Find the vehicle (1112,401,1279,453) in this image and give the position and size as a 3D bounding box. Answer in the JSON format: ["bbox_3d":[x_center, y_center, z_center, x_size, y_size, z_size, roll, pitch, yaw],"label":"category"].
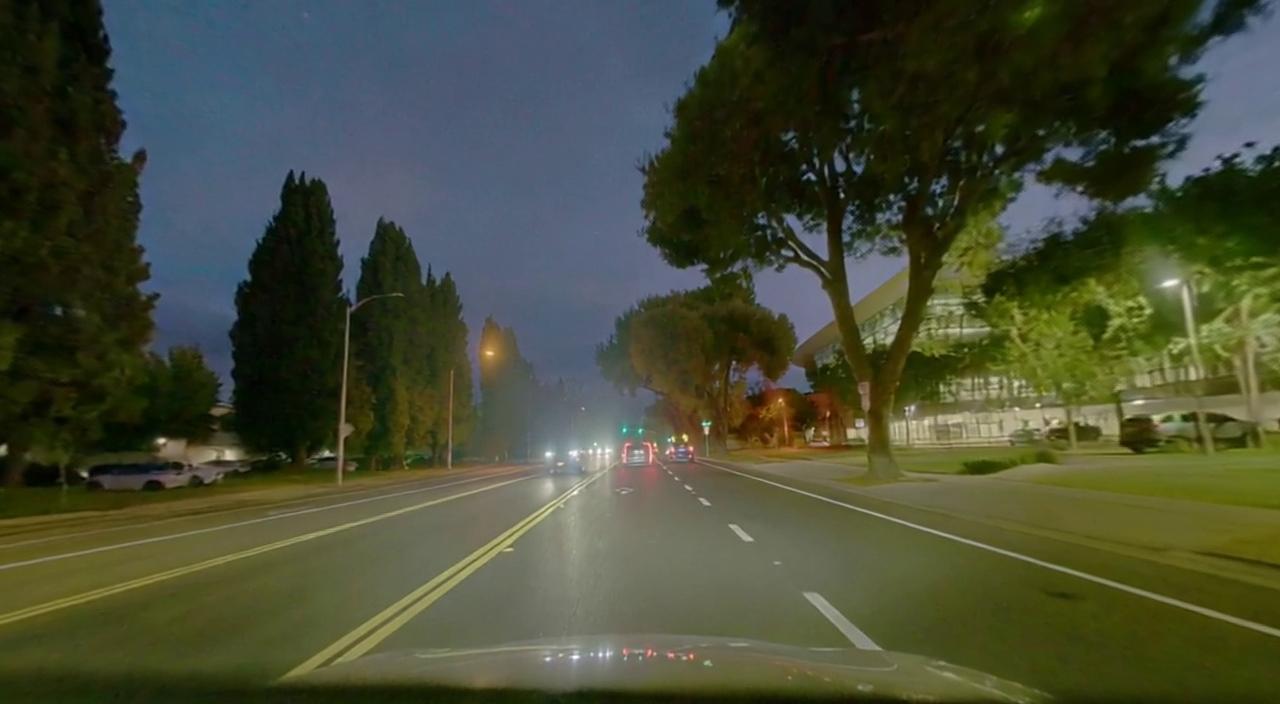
[{"bbox_3d":[20.739,2.791,23.344,4.632,1.582,2.071,-4,-8,4],"label":"vehicle"}]

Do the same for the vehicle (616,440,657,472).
[{"bbox_3d":[-0.178,5.584,33.978,2.109,1.612,3.963,0,-9,0],"label":"vehicle"}]

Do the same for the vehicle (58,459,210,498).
[{"bbox_3d":[-21.177,5.294,26.561,4.568,1.497,1.902,1,-9,-7],"label":"vehicle"}]

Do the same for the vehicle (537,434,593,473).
[{"bbox_3d":[-3.984,5.522,34.394,2.301,1.946,5.199,0,-9,1],"label":"vehicle"}]

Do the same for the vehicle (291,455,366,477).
[{"bbox_3d":[-22.084,8.096,44.862,4.243,1.478,2.035,1,-9,-5],"label":"vehicle"}]

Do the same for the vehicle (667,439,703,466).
[{"bbox_3d":[3.176,7.201,45.284,2.189,1.766,4.495,0,-9,0],"label":"vehicle"}]
